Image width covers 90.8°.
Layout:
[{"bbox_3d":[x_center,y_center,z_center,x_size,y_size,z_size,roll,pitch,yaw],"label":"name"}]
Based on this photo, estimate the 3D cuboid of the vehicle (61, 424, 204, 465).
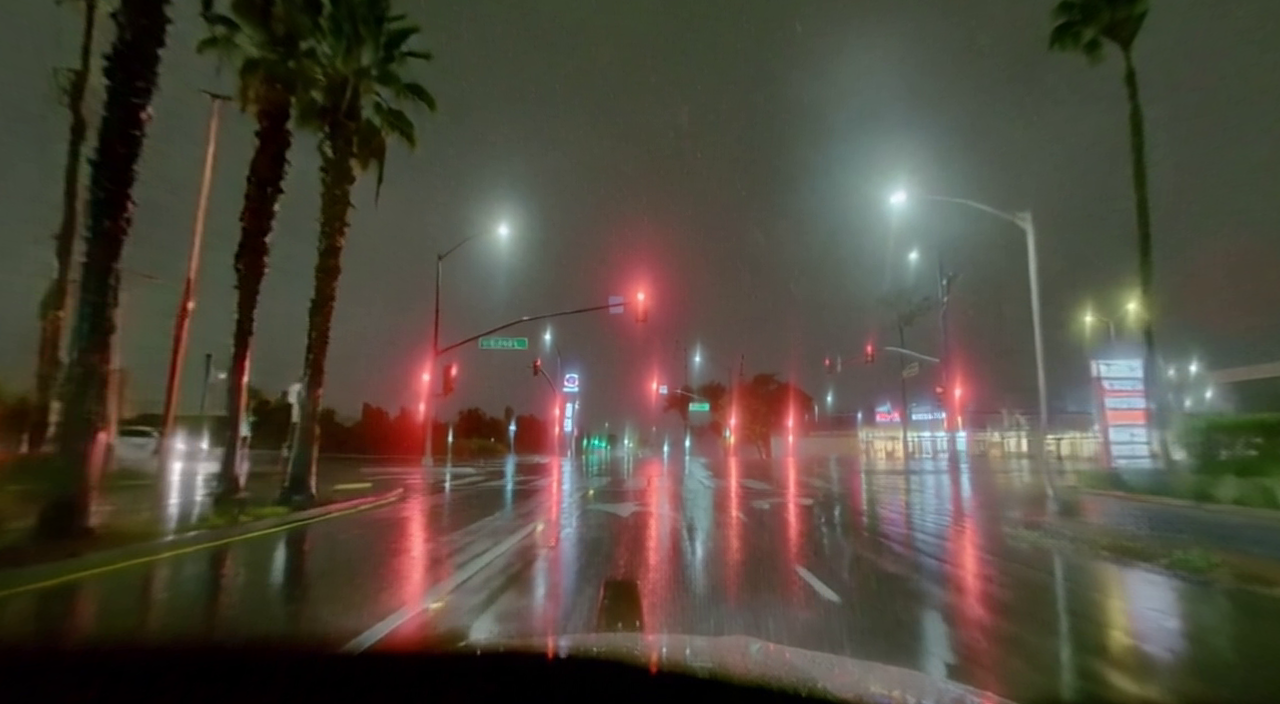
[{"bbox_3d":[-21.852,4.011,27.337,4.350,1.624,2.023,0,-8,-1],"label":"vehicle"}]
